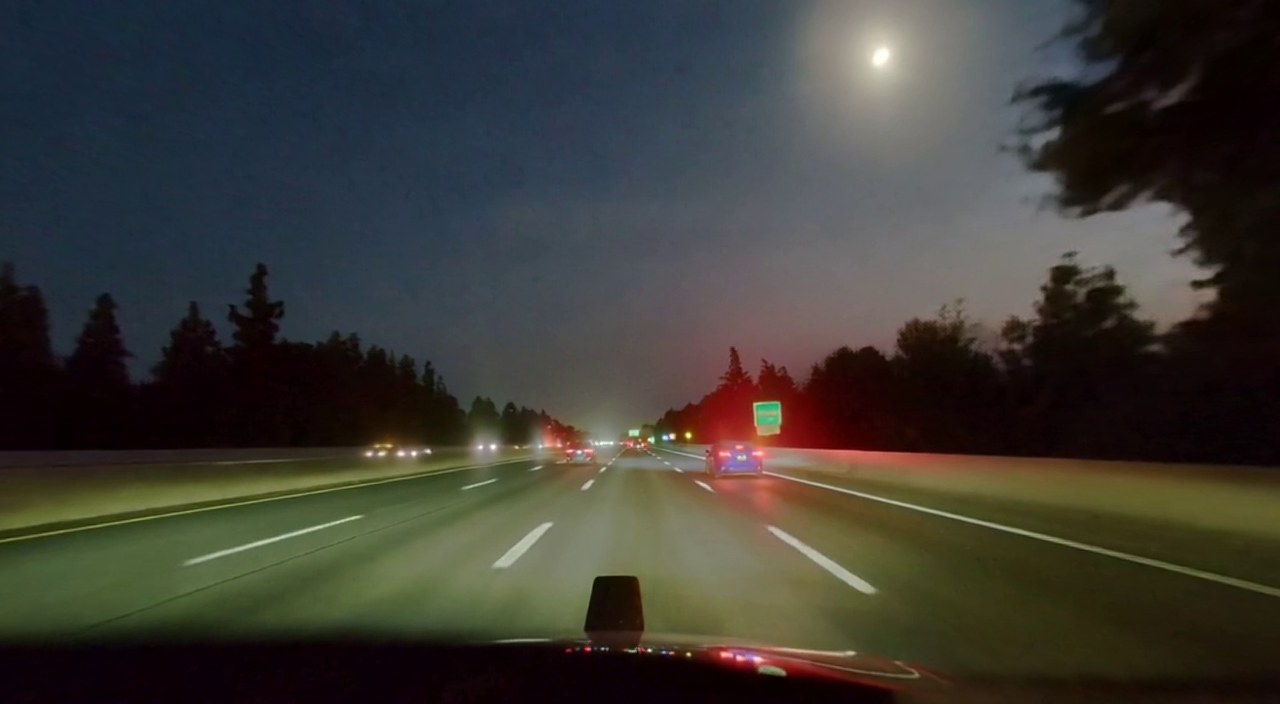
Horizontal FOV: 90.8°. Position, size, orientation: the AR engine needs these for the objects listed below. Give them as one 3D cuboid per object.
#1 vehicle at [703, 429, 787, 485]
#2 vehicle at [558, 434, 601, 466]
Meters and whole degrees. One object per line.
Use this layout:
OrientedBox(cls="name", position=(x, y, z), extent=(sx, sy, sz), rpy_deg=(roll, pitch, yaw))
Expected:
OrientedBox(cls="vehicle", position=(3.430, 3.538, 21.508), extent=(2.053, 1.714, 4.097), rpy_deg=(0, -9, -1))
OrientedBox(cls="vehicle", position=(-3.549, 5.898, 38.042), extent=(2.173, 1.793, 4.564), rpy_deg=(0, -9, 0))
